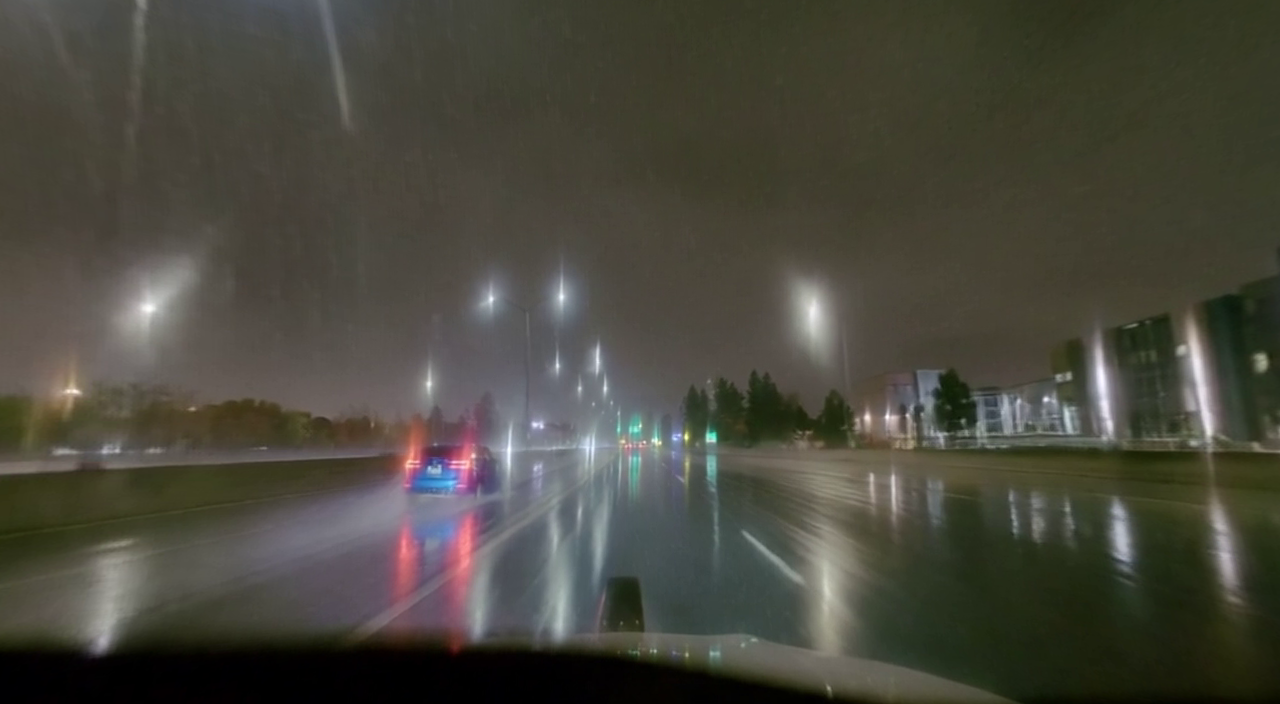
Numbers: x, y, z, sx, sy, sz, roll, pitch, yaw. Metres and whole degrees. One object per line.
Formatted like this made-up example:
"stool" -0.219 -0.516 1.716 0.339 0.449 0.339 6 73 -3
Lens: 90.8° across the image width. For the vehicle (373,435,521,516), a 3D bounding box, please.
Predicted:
"vehicle" -4.069 2.667 14.204 1.900 1.492 4.495 0 -9 0
